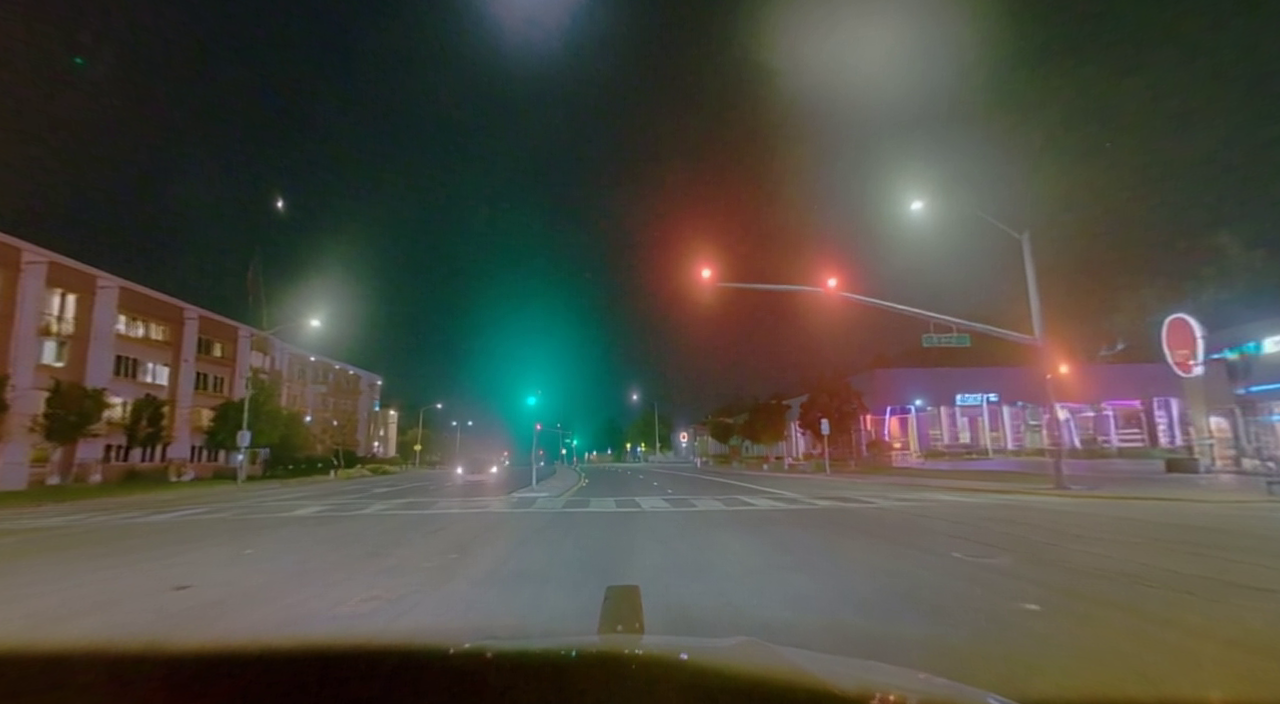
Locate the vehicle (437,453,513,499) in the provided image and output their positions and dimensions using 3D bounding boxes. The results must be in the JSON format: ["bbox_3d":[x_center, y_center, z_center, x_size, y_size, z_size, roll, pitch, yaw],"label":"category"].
[{"bbox_3d":[-6.031,4.558,23.620,1.894,1.474,4.332,0,-8,-4],"label":"vehicle"}]
